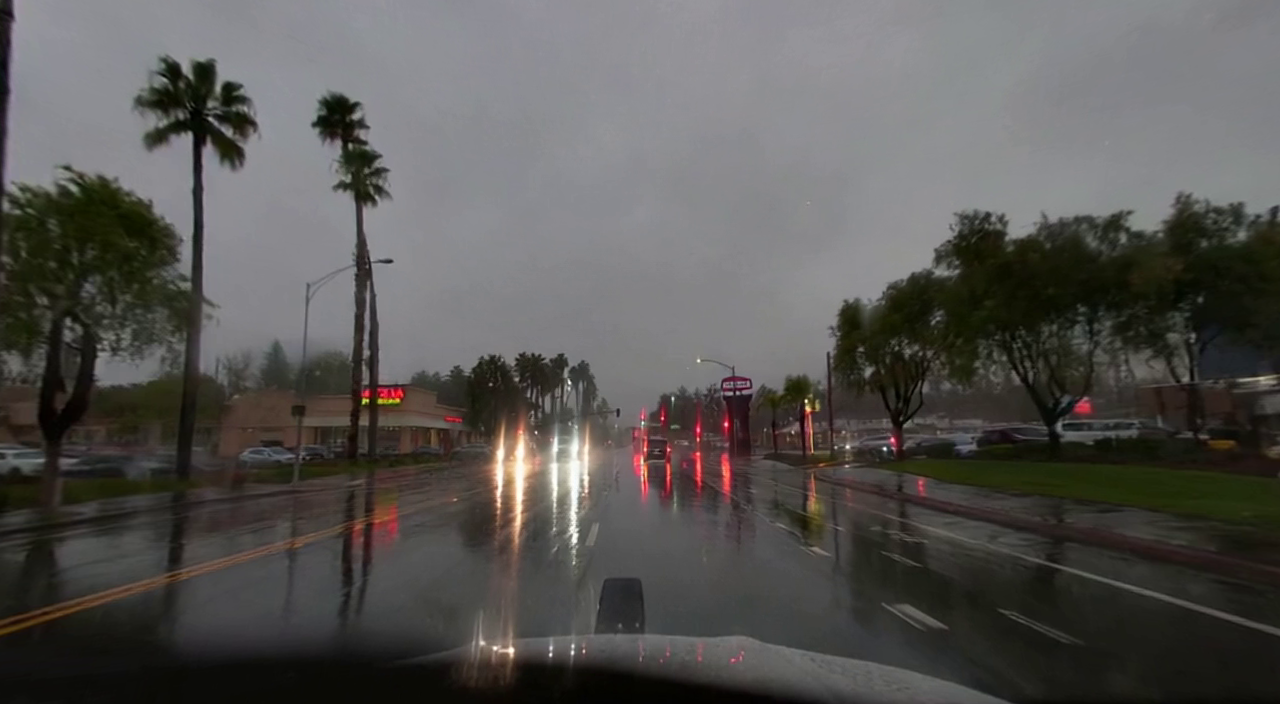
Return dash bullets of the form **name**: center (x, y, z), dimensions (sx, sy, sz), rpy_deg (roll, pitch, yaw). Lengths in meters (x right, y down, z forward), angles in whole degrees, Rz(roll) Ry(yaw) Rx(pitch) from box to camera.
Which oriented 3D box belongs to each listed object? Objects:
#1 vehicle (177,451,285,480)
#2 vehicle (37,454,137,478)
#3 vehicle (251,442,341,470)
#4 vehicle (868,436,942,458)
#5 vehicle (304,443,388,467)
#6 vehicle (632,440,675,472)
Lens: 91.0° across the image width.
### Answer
- **vehicle**: center (-22.109, 6.146, 34.170), dimensions (4.552, 1.389, 1.779), rpy_deg (-1, -11, -4)
- **vehicle**: center (-35.073, 7.210, 40.007), dimensions (4.505, 1.458, 1.887), rpy_deg (0, -9, -2)
- **vehicle**: center (-21.873, 6.647, 40.152), dimensions (4.498, 1.729, 2.102), rpy_deg (0, -9, 0)
- **vehicle**: center (17.853, 6.424, 42.519), dimensions (4.140, 1.422, 1.869), rpy_deg (0, -9, -2)
- **vehicle**: center (-21.532, 7.571, 46.262), dimensions (5.050, 1.758, 2.134), rpy_deg (0, -9, 2)
- **vehicle**: center (0.657, 5.309, 32.376), dimensions (2.065, 1.507, 4.225), rpy_deg (0, -9, 1)
